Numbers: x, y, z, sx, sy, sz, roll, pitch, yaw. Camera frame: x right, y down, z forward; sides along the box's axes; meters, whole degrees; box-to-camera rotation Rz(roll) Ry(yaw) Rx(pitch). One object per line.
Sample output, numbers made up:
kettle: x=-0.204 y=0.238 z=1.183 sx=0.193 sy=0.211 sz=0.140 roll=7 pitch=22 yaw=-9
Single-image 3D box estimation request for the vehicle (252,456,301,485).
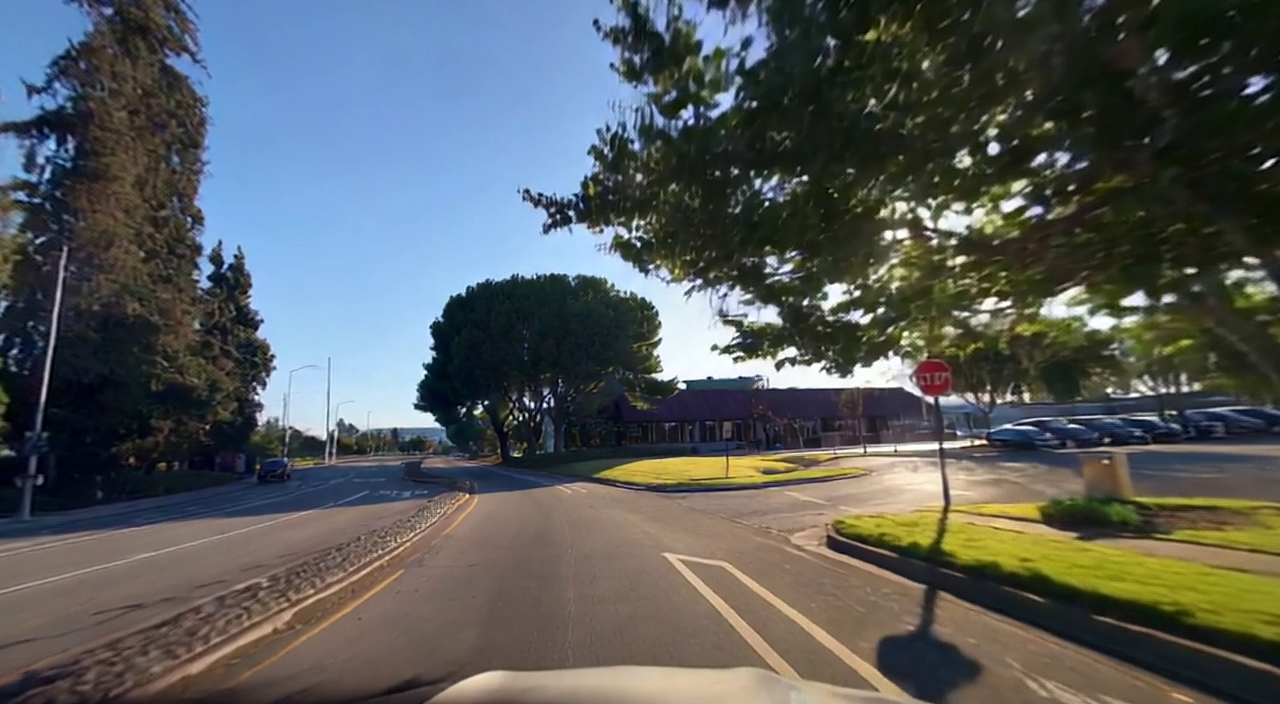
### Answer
vehicle: x=-23.504 y=7.718 z=40.847 sx=1.952 sy=1.632 sz=4.200 roll=1 pitch=-11 yaw=-19
